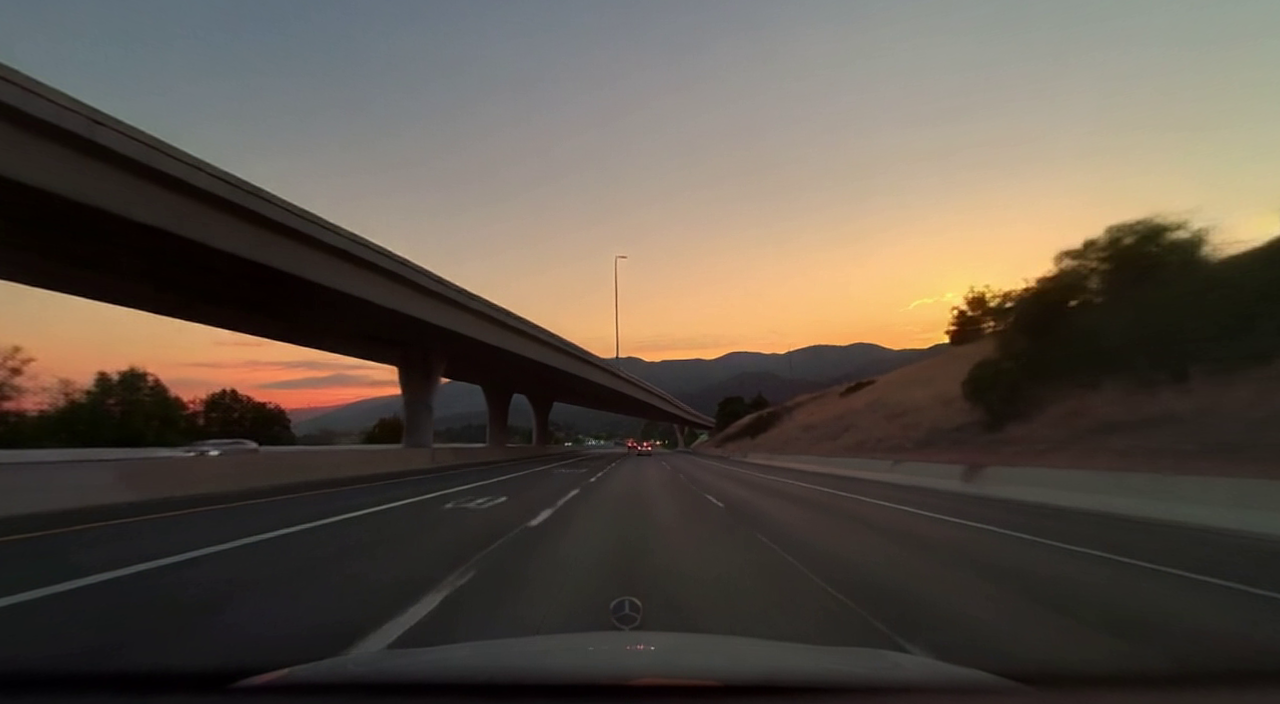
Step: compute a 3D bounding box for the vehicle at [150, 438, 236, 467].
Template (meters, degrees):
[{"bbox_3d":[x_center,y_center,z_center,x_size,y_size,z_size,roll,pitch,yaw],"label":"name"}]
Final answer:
[{"bbox_3d":[-32.201,7.238,45.495,2.060,1.962,5.618,0,-8,0],"label":"vehicle"}]
